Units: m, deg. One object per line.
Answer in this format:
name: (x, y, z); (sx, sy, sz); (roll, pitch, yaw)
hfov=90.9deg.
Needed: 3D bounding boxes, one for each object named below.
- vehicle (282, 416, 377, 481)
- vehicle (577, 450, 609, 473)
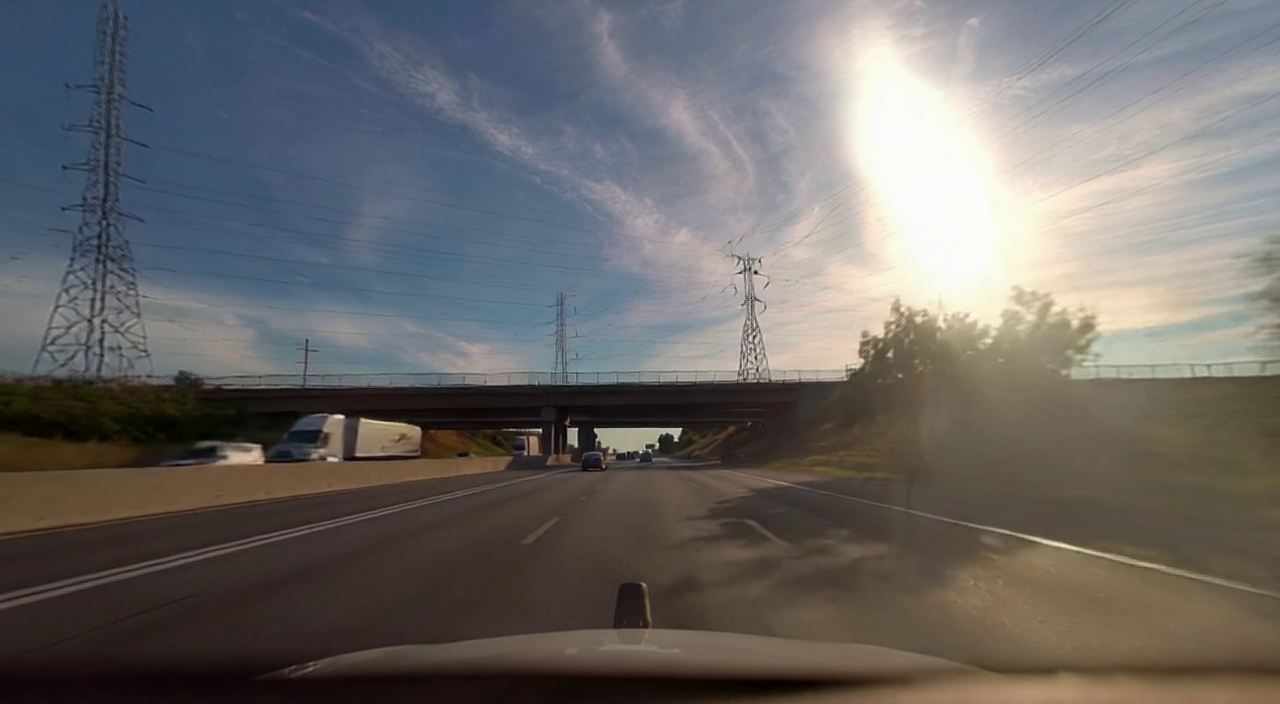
vehicle: (-19.846, 6.224, 40.802); (2.978, 3.864, 6.144); (0, -8, -1)
vehicle: (-3.321, 7.829, 45.336); (1.924, 1.550, 4.165); (0, -9, 1)
